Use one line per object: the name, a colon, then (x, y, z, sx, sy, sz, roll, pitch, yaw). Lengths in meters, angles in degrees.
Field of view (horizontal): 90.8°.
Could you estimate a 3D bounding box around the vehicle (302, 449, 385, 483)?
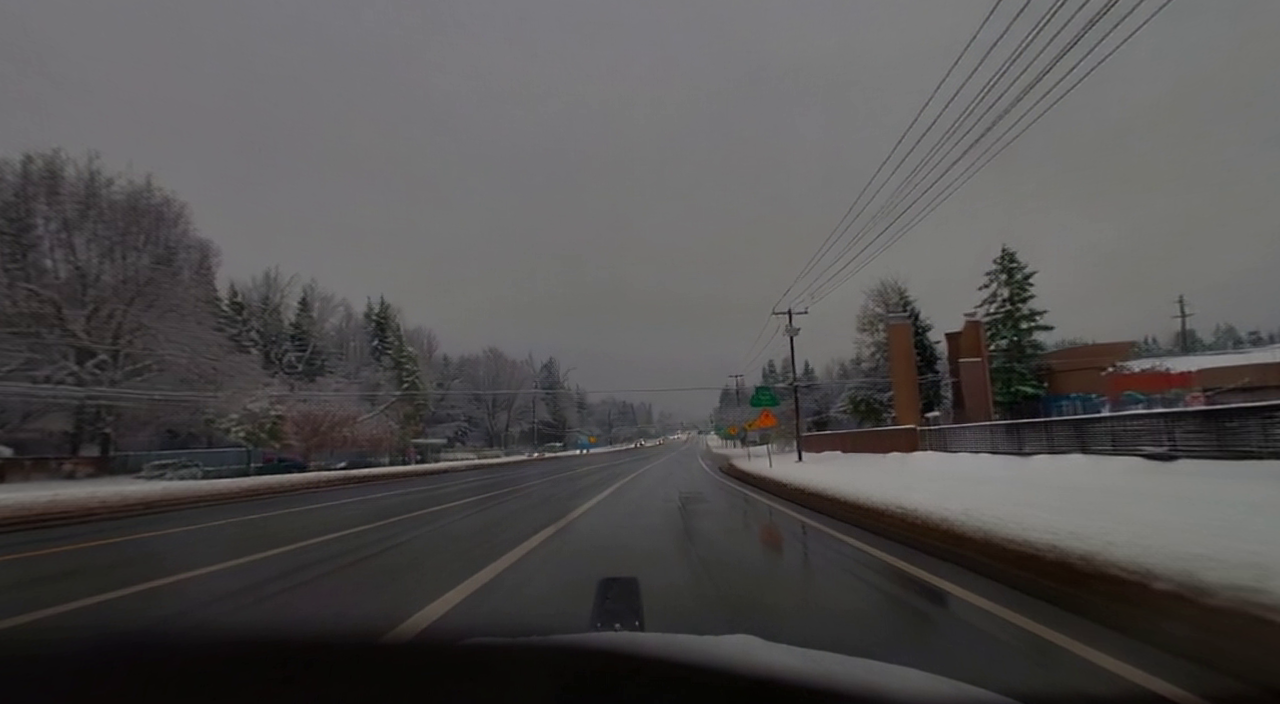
vehicle: (-14.488, 5.569, 31.224, 1.887, 1.478, 4.471, 0, -8, 1)
